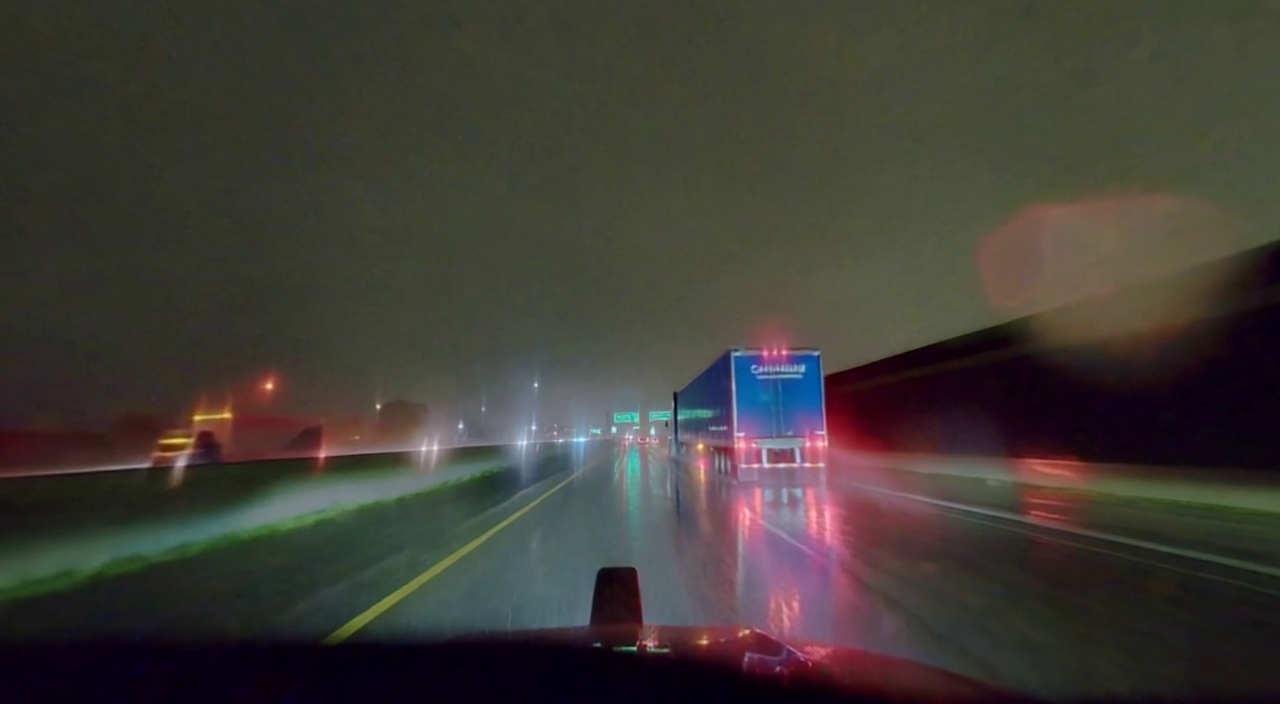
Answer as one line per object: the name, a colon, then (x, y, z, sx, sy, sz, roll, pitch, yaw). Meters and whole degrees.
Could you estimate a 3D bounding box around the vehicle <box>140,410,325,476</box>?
vehicle: (-29.401, 6.731, 46.947, 2.918, 4.122, 14.289, -1, -8, 6)

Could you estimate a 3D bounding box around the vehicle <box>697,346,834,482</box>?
vehicle: (3.917, 2.291, 22.079, 2.888, 3.866, 8.380, 0, -8, -1)
